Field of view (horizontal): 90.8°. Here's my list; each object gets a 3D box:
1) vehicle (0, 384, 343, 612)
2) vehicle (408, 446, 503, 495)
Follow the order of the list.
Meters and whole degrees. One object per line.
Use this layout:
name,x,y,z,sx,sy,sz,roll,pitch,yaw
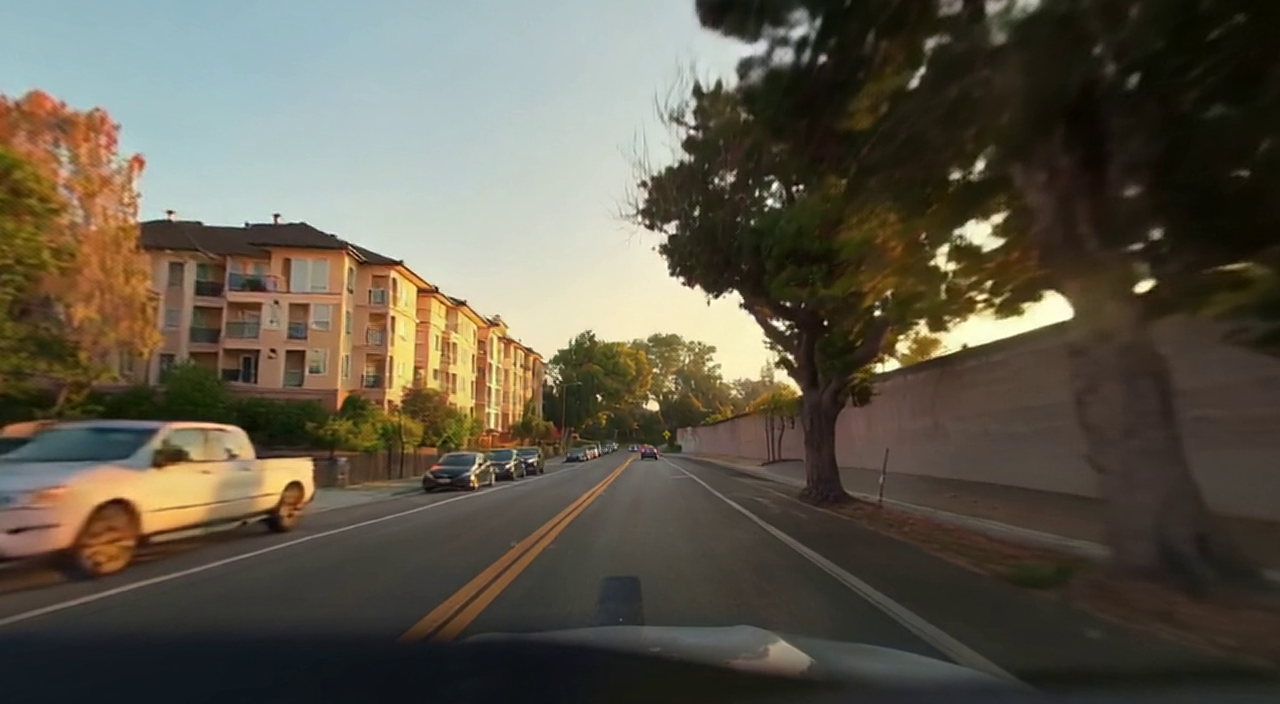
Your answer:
vehicle,-6.485,1.646,8.402,2.331,1.962,5.633,2,-8,-1
vehicle,-6.438,4.142,22.625,1.914,1.417,4.750,2,-8,1
